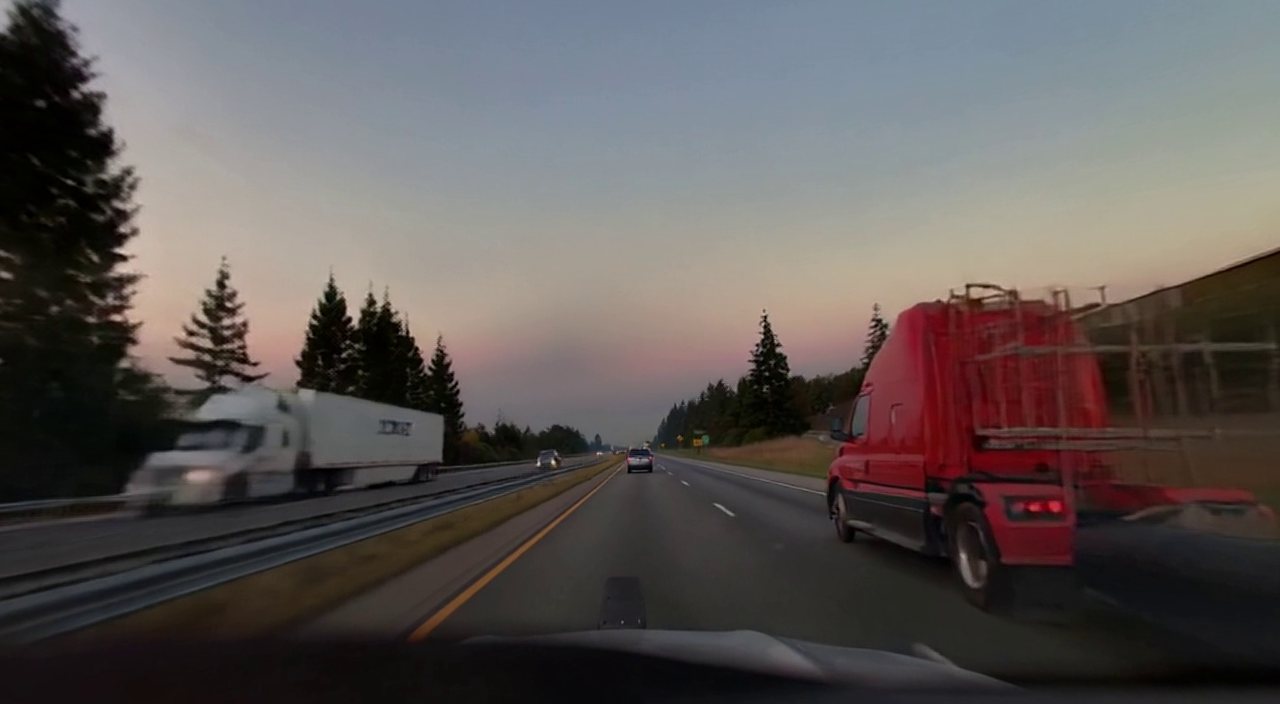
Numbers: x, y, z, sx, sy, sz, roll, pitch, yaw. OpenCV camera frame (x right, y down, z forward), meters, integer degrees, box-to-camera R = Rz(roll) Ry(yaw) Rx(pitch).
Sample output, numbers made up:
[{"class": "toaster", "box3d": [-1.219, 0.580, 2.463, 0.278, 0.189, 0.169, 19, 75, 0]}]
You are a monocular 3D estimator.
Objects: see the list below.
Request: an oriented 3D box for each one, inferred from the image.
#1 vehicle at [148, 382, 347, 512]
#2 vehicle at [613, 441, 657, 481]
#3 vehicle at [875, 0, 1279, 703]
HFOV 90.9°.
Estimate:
[{"class": "vehicle", "box3d": [-13.444, 3.360, 22.392, 3.008, 3.963, 5.909, 0, -9, 0]}, {"class": "vehicle", "box3d": [-0.235, 5.474, 31.905, 2.105, 1.865, 4.102, 0, -9, 0]}, {"class": "vehicle", "box3d": [4.283, -0.536, 0.779, 3.030, 3.985, 12.707, 0, -9, 0]}]
